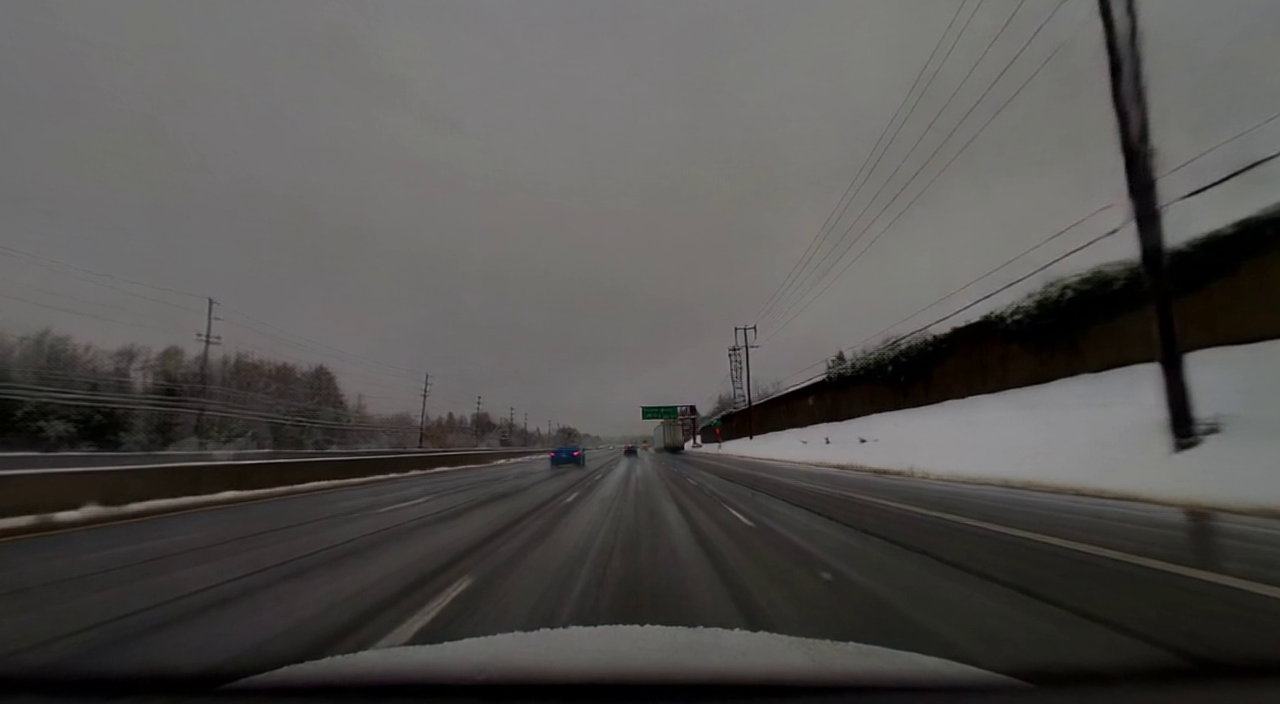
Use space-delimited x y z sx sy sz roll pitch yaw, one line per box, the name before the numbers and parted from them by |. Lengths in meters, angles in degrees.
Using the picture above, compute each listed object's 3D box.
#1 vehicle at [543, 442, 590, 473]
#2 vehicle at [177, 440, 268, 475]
vehicle | -3.876 5.691 34.127 2.009 1.533 4.175 0 -9 0
vehicle | -24.830 6.270 37.793 2.200 1.915 4.635 0 -9 0
